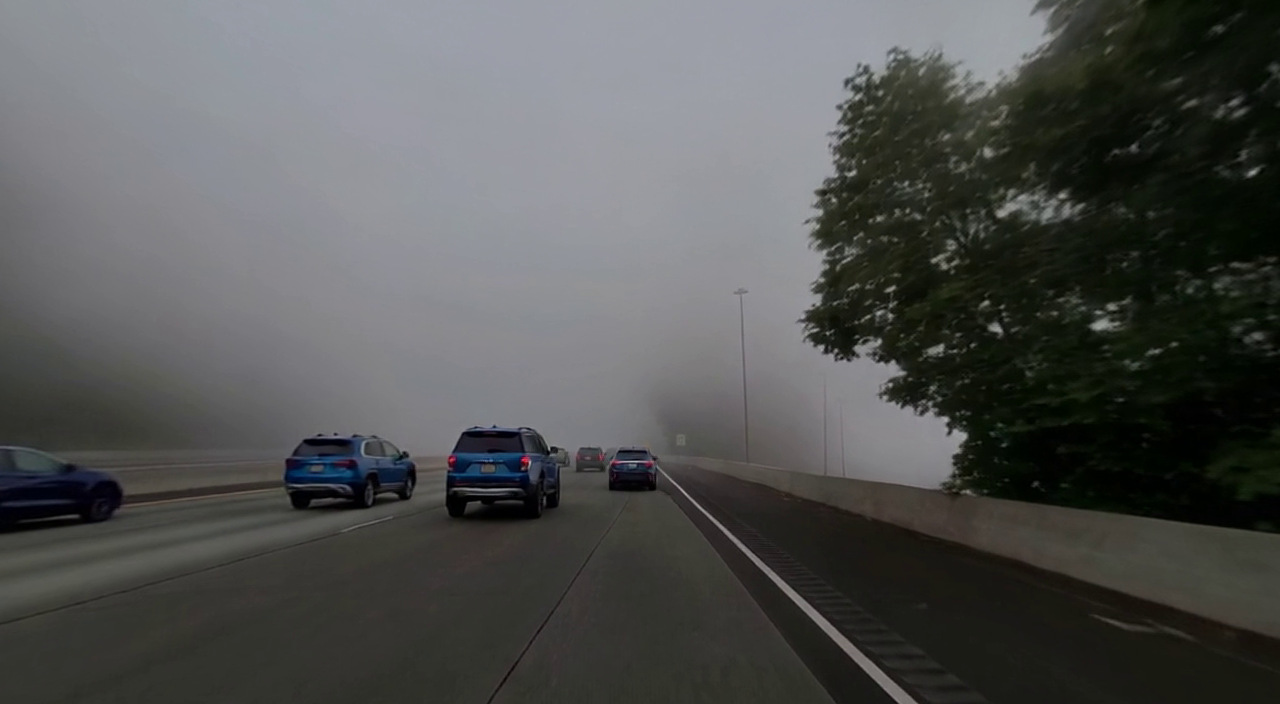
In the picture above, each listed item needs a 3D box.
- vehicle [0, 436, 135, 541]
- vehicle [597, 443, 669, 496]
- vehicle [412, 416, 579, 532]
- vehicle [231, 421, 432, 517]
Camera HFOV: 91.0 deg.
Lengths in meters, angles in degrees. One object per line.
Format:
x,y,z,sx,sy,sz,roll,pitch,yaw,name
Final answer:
-10.247,1.956,9.026,2.126,1.480,4.589,0,-9,1,vehicle
-0.197,3.652,20.022,2.068,1.488,4.045,0,-9,0,vehicle
-2.480,2.233,12.044,2.123,1.798,4.108,0,-9,1,vehicle
-6.750,2.615,14.534,2.162,1.823,4.566,0,-9,2,vehicle
